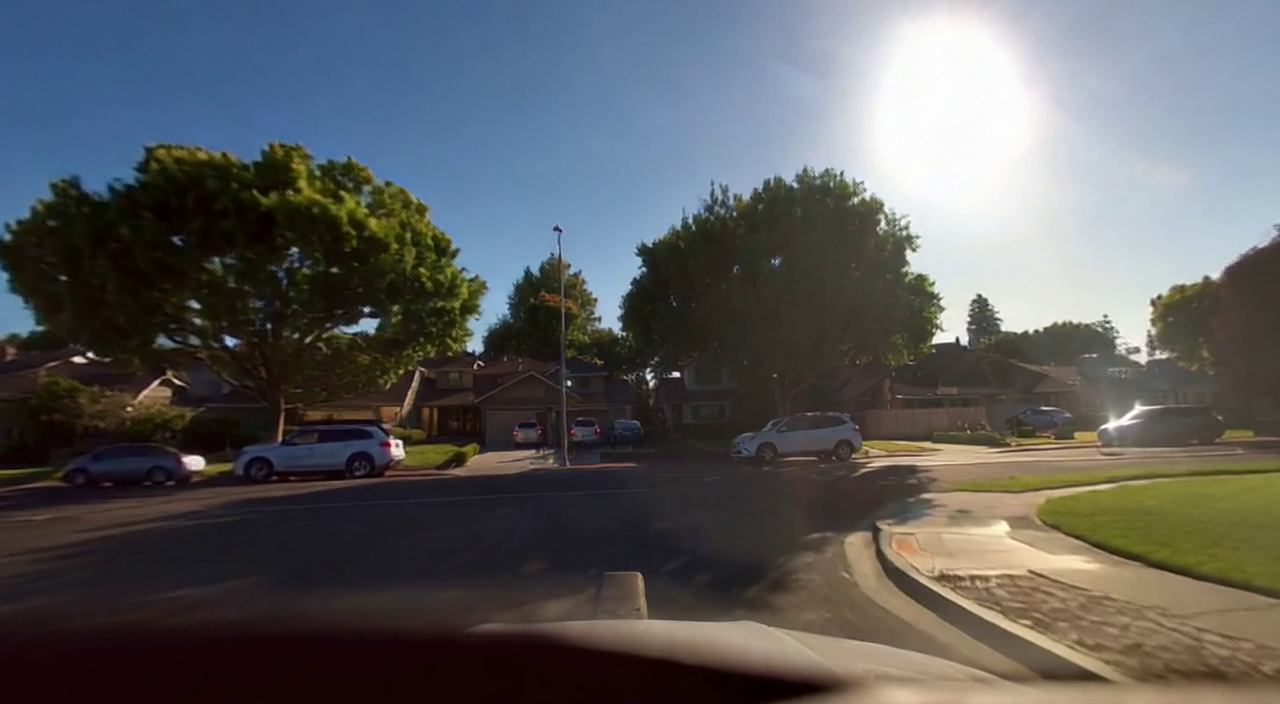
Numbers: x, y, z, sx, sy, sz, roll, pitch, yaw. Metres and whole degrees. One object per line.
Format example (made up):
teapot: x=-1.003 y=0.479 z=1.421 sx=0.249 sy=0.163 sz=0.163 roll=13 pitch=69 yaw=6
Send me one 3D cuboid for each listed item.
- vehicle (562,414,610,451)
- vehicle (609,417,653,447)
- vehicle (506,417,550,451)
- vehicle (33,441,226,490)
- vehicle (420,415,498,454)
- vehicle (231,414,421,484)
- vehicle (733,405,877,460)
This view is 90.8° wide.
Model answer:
vehicle: x=-3.210 y=4.655 z=36.465 sx=2.278 sy=1.969 sz=5.533 roll=1 pitch=-8 yaw=-10
vehicle: x=-0.636 y=4.843 z=38.014 sx=2.005 sy=1.699 sz=4.234 roll=1 pitch=-8 yaw=-10
vehicle: x=-6.824 y=5.017 z=38.327 sx=2.391 sy=1.894 sz=5.075 roll=1 pitch=-8 yaw=-11
vehicle: x=-16.914 y=3.773 z=21.166 sx=4.650 sy=1.480 sz=1.782 roll=1 pitch=-9 yaw=-8
vehicle: x=-10.519 y=4.803 z=36.412 sx=2.307 sy=2.043 sz=5.475 roll=7 pitch=-11 yaw=-38
vehicle: x=-10.803 y=3.362 z=22.220 sx=5.419 sy=2.292 sz=2.272 roll=1 pitch=-7 yaw=-8
vehicle: x=6.272 y=3.141 z=24.409 sx=4.919 sy=1.969 sz=2.104 roll=2 pitch=-9 yaw=-5
